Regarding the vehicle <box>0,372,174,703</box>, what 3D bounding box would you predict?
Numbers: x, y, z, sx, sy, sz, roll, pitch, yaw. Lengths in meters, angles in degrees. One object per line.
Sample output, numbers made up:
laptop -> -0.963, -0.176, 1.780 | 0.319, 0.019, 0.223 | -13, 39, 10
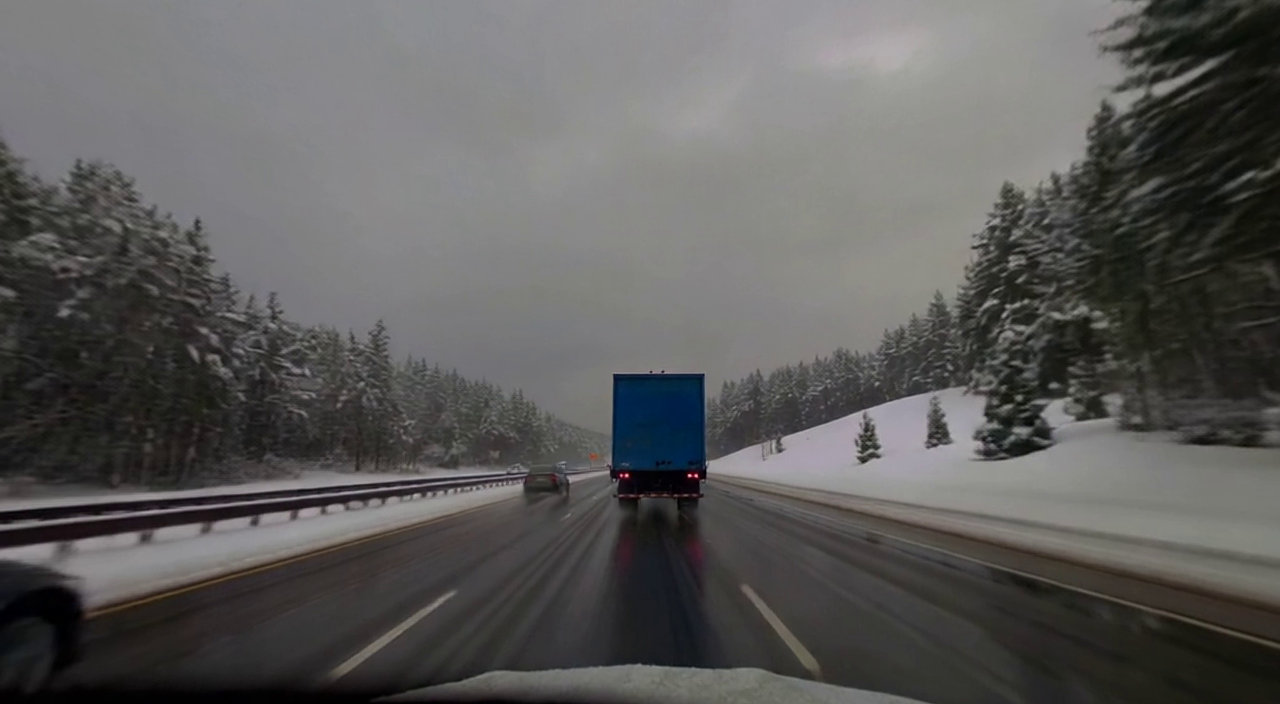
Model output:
vehicle -> -3.828, 0.687, 1.361 | 2.076, 1.691, 4.555 | 1, -10, 0

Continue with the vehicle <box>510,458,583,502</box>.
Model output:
vehicle -> -3.594, 5.053, 25.125 | 2.079, 1.506, 4.821 | 0, -10, 1

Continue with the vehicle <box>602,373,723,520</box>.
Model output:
vehicle -> 0.589, 3.209, 20.703 | 3.008, 3.678, 9.512 | 1, -10, 0
